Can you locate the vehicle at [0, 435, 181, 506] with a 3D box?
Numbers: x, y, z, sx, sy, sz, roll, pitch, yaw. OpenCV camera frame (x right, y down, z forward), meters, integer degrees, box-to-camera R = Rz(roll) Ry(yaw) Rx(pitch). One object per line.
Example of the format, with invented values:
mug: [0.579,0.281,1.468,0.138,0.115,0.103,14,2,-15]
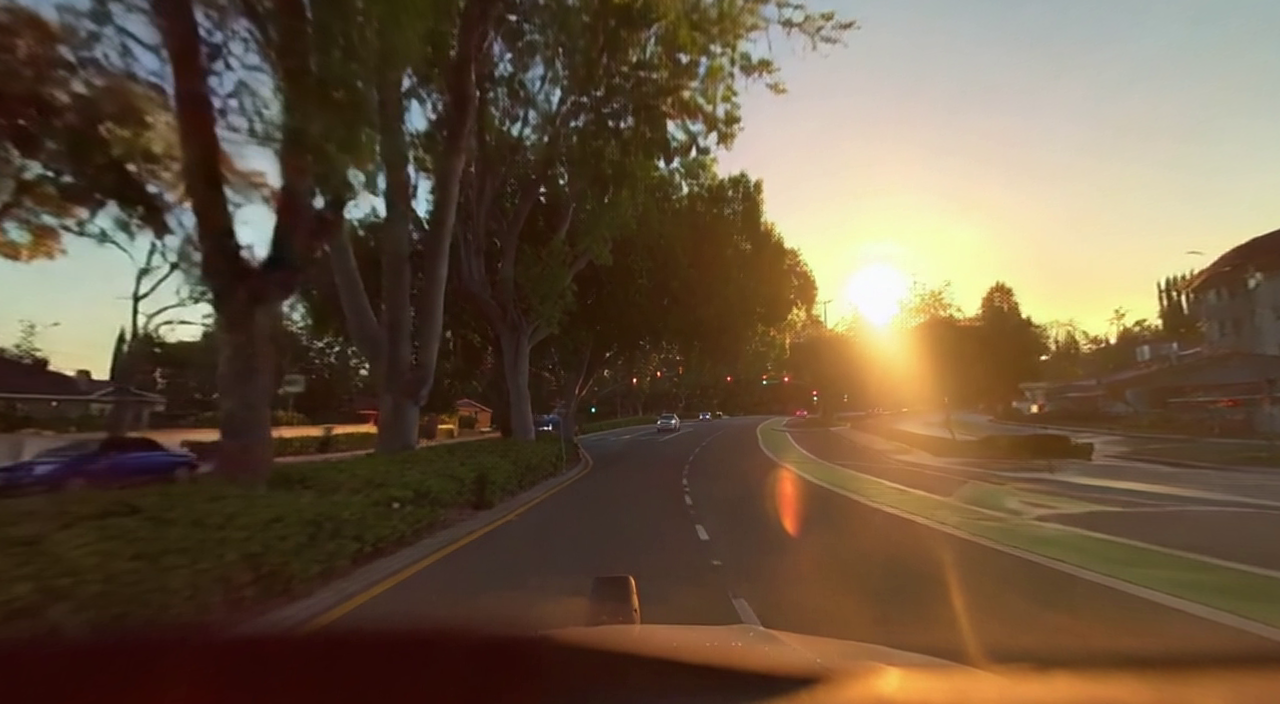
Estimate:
vehicle: [-14.202,2.917,15.884,1.903,1.504,4.346,-3,-9,3]
